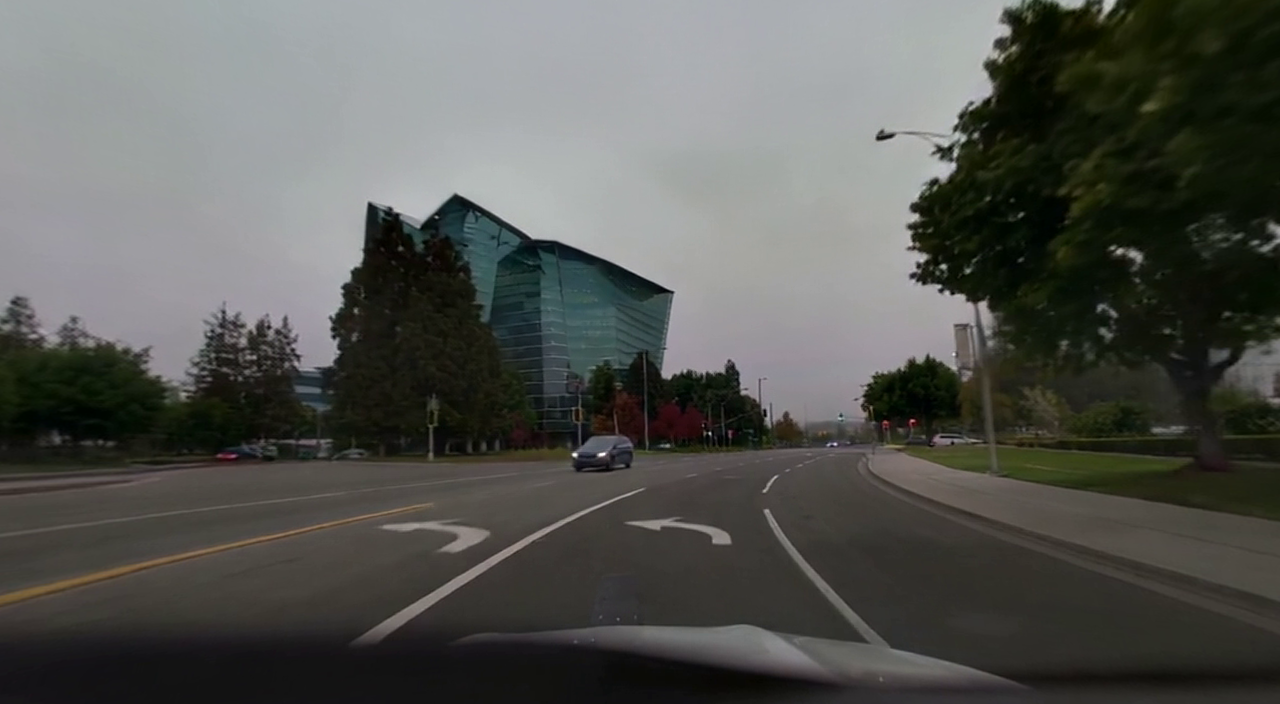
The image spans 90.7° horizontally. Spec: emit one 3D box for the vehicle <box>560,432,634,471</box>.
[{"bbox_3d":[-1.937,4.718,30.115,2.117,1.683,4.565,-3,-9,16],"label":"vehicle"}]
